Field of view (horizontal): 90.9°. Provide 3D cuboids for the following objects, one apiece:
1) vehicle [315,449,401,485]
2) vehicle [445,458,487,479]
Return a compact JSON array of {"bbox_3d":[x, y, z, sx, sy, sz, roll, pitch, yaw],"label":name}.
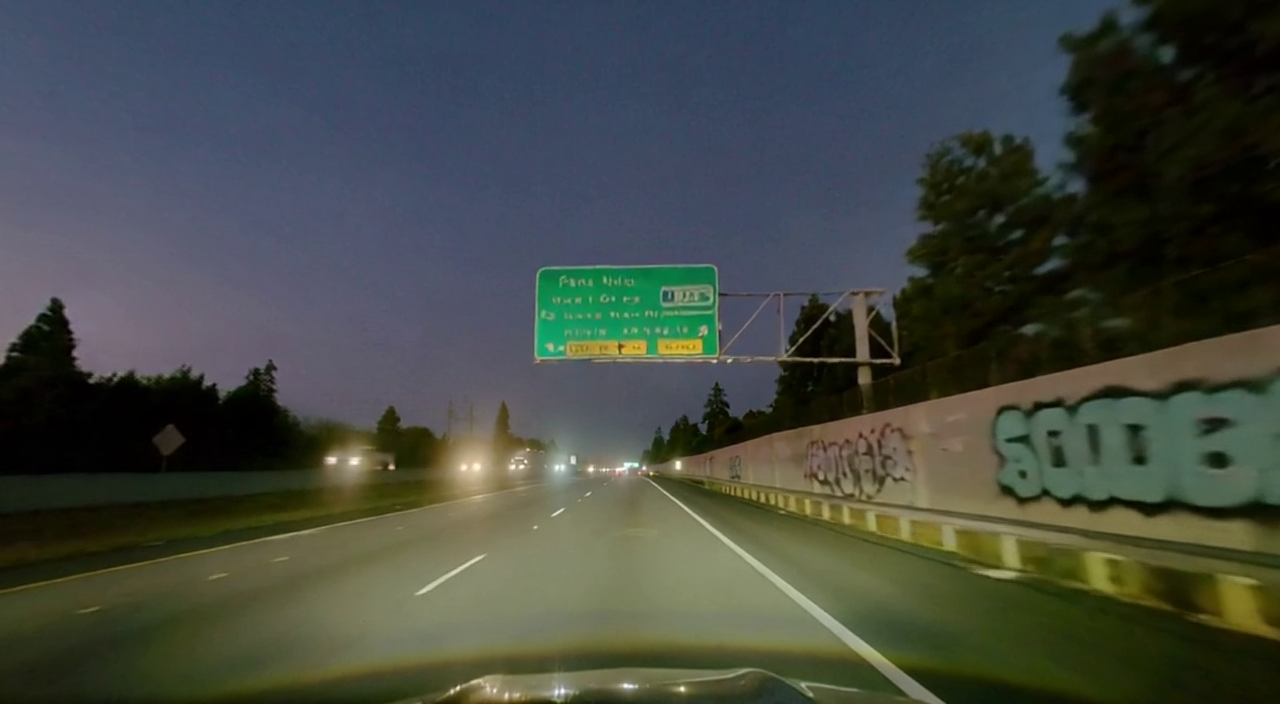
[{"bbox_3d":[-14.075,5.801,31.801,2.067,1.613,4.843,1,-11,0],"label":"vehicle"},{"bbox_3d":[-13.557,9.149,49.400,2.015,1.496,4.666,1,-11,0],"label":"vehicle"}]
